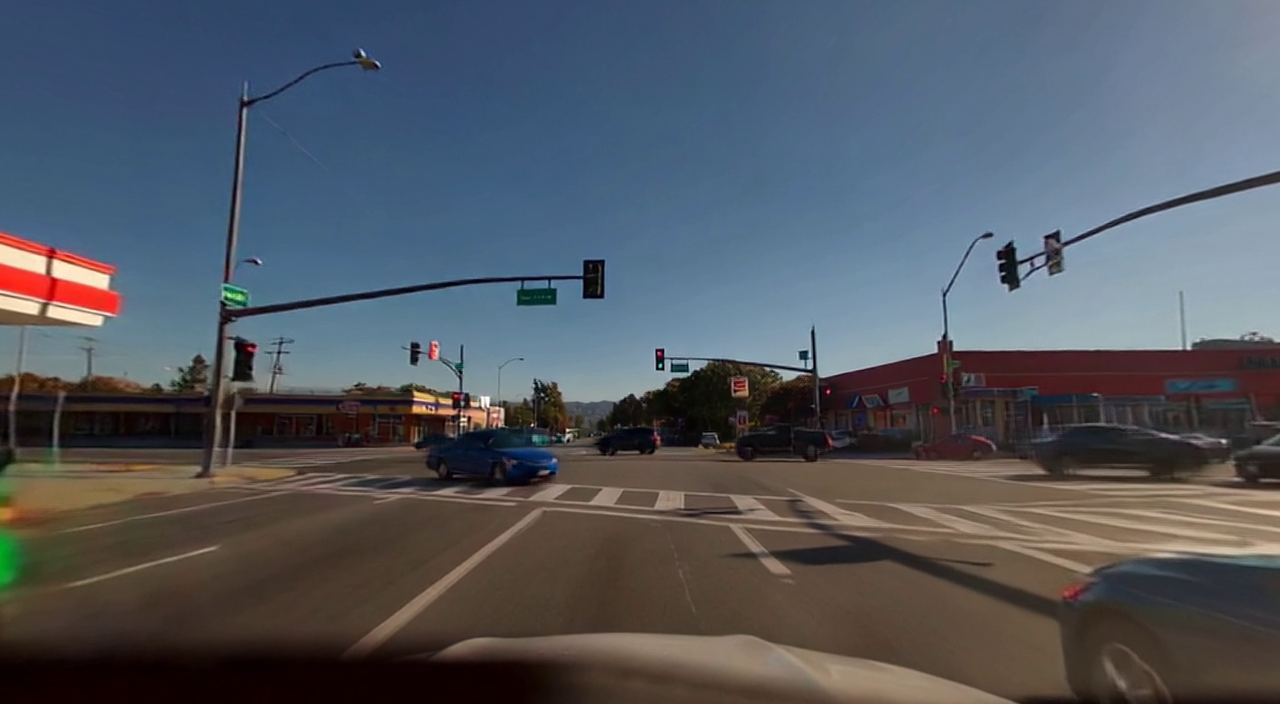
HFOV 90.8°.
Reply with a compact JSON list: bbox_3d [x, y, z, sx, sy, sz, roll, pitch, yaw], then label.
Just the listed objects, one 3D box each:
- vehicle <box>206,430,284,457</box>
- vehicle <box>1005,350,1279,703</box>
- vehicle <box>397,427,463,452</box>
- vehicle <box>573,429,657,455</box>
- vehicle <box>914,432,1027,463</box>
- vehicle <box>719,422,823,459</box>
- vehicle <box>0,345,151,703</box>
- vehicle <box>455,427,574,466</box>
[{"bbox_3d":[-22.970,5.332,36.705,4.670,1.458,1.959,-6,-10,32],"label":"vehicle"},{"bbox_3d":[2.793,0.616,0.741,1.995,1.525,4.392,0,-8,-2],"label":"vehicle"},{"bbox_3d":[-15.127,6.335,45.444,4.433,1.717,1.839,-5,-9,27],"label":"vehicle"},{"bbox_3d":[-1.558,5.452,38.222,4.801,1.466,1.830,-5,-9,27],"label":"vehicle"},{"bbox_3d":[16.478,4.778,31.661,4.792,1.467,1.831,-4,-9,27],"label":"vehicle"},{"bbox_3d":[6.334,4.284,30.556,4.562,1.676,1.819,-4,-9,26],"label":"vehicle"},{"bbox_3d":[-3.866,0.625,1.423,2.196,1.696,4.484,0,-8,-5],"label":"vehicle"},{"bbox_3d":[-5.241,3.919,26.196,4.806,1.482,1.862,-5,-9,30],"label":"vehicle"}]
